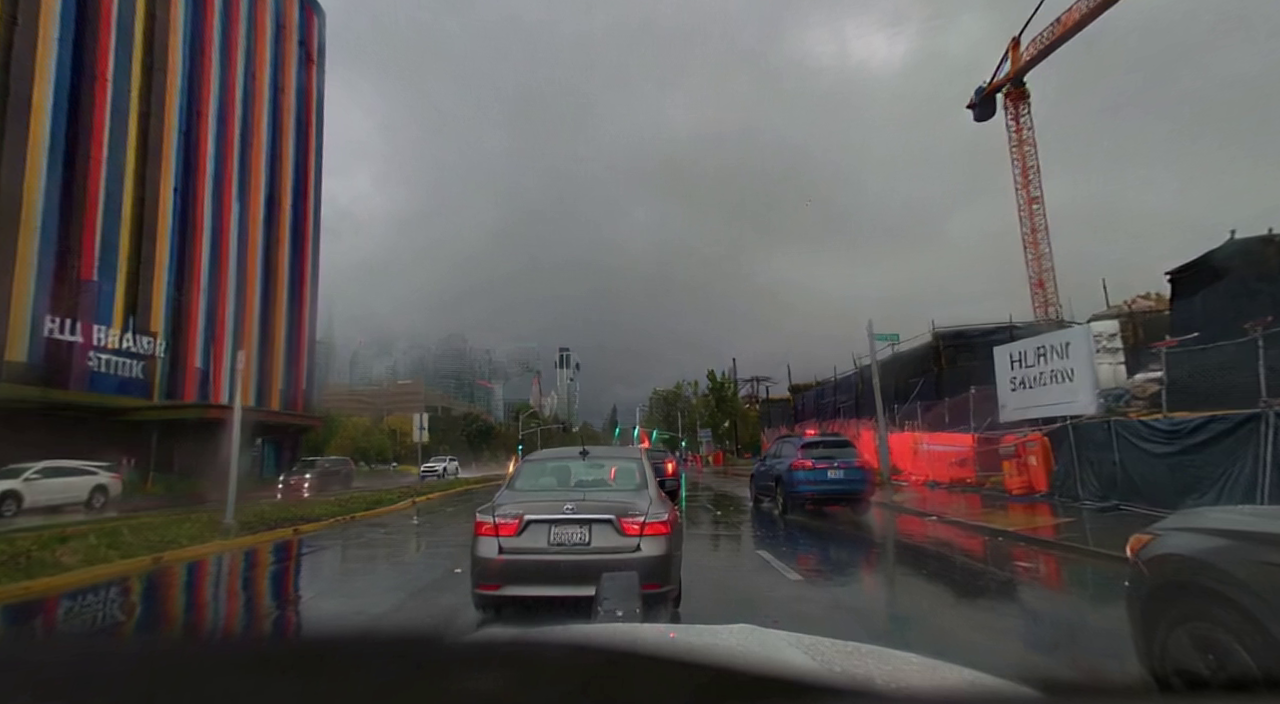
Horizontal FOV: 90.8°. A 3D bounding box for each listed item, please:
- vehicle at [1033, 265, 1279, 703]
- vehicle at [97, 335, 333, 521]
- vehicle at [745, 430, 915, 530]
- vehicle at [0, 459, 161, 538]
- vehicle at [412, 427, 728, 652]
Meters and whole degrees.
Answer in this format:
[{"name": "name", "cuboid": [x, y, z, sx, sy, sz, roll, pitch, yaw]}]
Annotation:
[{"name": "vehicle", "cuboid": [3.324, 0.479, 0.904, 2.182, 1.954, 5.341, 0, -8, 2]}, {"name": "vehicle", "cuboid": [-9.093, 1.704, 14.027, 2.592, 3.548, 3.414, -2, -9, 4]}, {"name": "vehicle", "cuboid": [3.870, 2.699, 13.995, 2.185, 1.797, 4.934, 0, -8, -1]}, {"name": "vehicle", "cuboid": [-13.874, 3.289, 14.614, 1.964, 1.519, 4.315, -1, -8, 4]}, {"name": "vehicle", "cuboid": [-0.412, 1.578, 6.426, 2.131, 1.496, 4.193, 0, -8, 2]}]
